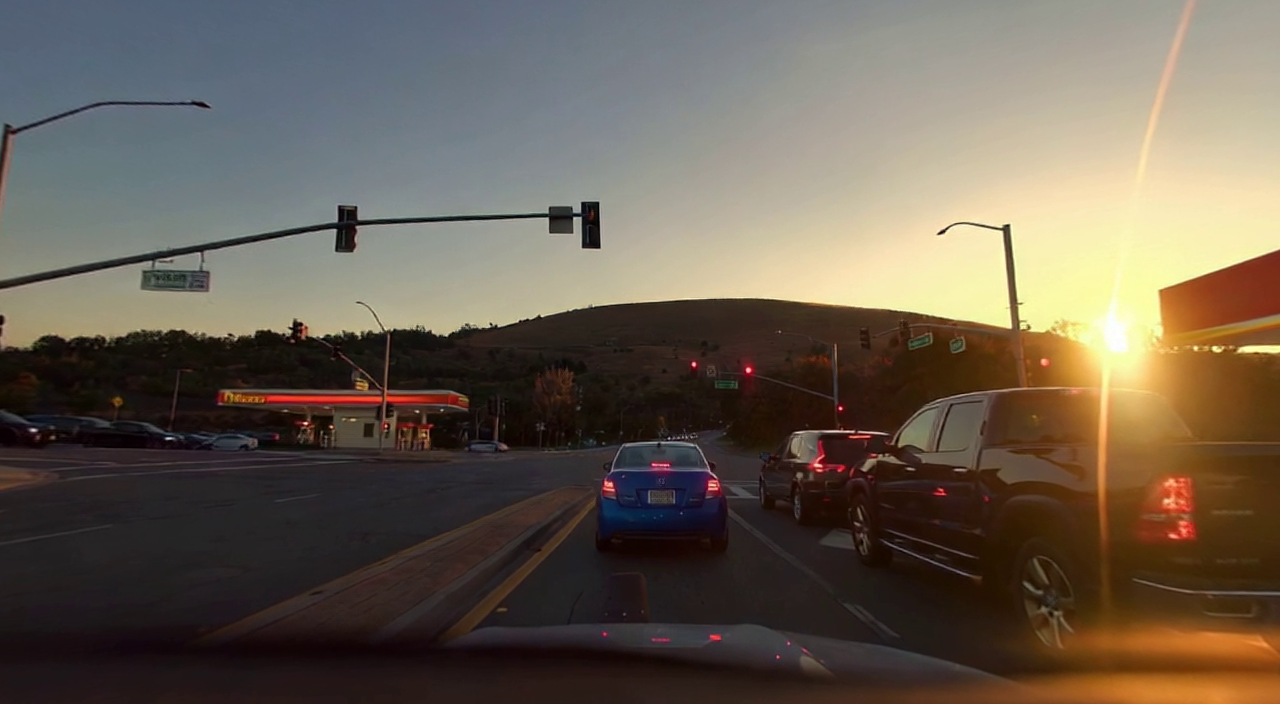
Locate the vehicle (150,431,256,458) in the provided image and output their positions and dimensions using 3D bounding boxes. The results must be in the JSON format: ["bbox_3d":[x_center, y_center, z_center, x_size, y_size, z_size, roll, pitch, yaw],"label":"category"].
[{"bbox_3d":[-23.200,4.932,33.577,4.326,1.420,1.798,-1,-8,4],"label":"vehicle"}]

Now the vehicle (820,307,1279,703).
[{"bbox_3d":[3.533,1.201,5.269,2.277,1.871,6.143,0,-8,0],"label":"vehicle"}]

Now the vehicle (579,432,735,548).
[{"bbox_3d":[0.221,2.082,10.186,2.027,1.494,3.824,0,-8,0],"label":"vehicle"}]

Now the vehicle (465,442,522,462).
[{"bbox_3d":[-11.456,7.825,49.622,1.963,1.460,4.528,-4,-9,26],"label":"vehicle"}]

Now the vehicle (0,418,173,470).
[{"bbox_3d":[-19.697,3.265,22.317,4.742,1.720,2.107,-1,-8,5],"label":"vehicle"}]
